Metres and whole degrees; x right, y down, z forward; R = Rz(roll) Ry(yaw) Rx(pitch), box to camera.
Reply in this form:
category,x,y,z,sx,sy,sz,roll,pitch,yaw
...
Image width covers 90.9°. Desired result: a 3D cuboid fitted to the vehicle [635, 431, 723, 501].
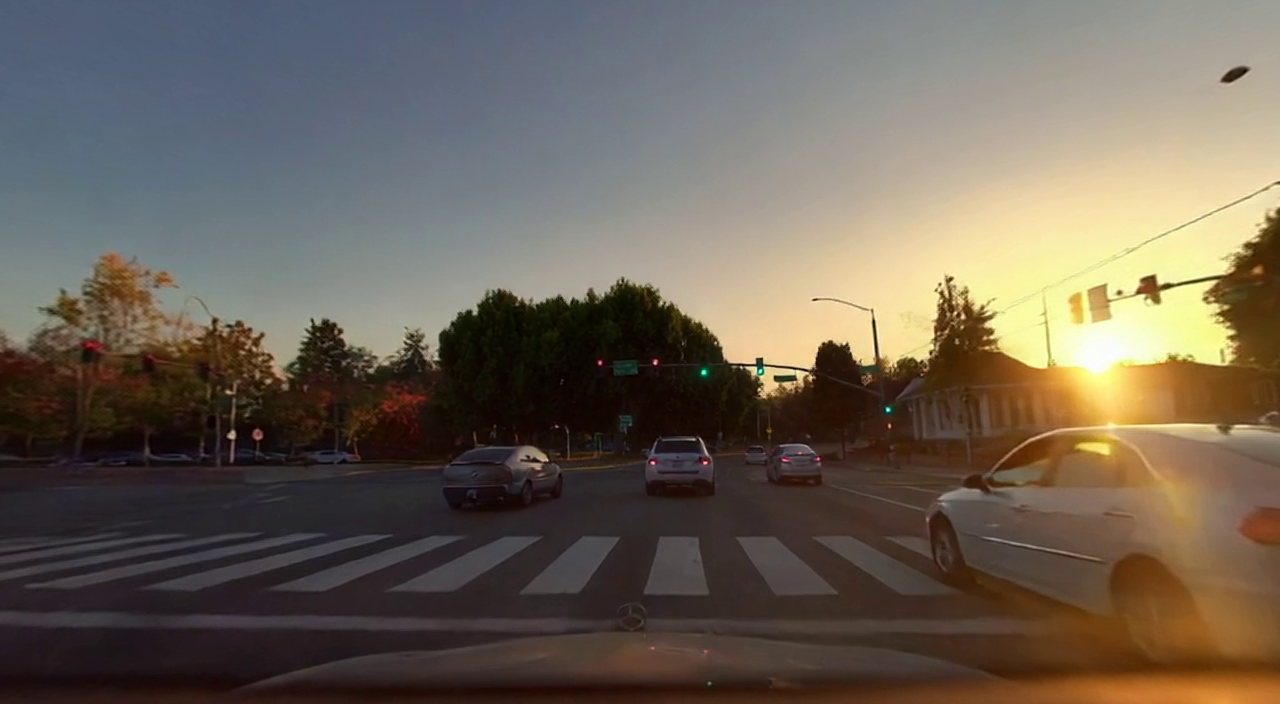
category,x,y,z,sx,sy,sz,roll,pitch,yaw
vehicle,1.215,3.260,18.461,2.250,1.768,4.574,-1,-9,6

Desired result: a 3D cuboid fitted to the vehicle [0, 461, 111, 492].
category,x,y,z,sx,sy,sz,roll,pitch,yaw
vehicle,-29.522,6.198,31.452,4.647,1.427,2.065,-1,-9,8

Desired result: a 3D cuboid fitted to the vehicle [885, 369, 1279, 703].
category,x,y,z,sx,sy,sz,roll,pitch,yaw
vehicle,3.755,1.218,4.728,2.106,1.636,4.655,-1,-9,2

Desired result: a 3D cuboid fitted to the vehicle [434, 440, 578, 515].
category,x,y,z,sx,sy,sz,roll,pitch,yaw
vehicle,-2.928,2.868,14.976,2.006,1.464,4.586,-1,-9,6

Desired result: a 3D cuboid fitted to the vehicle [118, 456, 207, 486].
category,x,y,z,sx,sy,sz,roll,pitch,yaw
vehicle,-26.085,6.464,34.448,4.066,1.506,1.867,-3,-9,20

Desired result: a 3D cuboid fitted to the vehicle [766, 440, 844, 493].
category,x,y,z,sx,sy,sz,roll,pitch,yaw
vehicle,5.198,3.635,20.303,1.859,1.540,3.454,-1,-9,5
